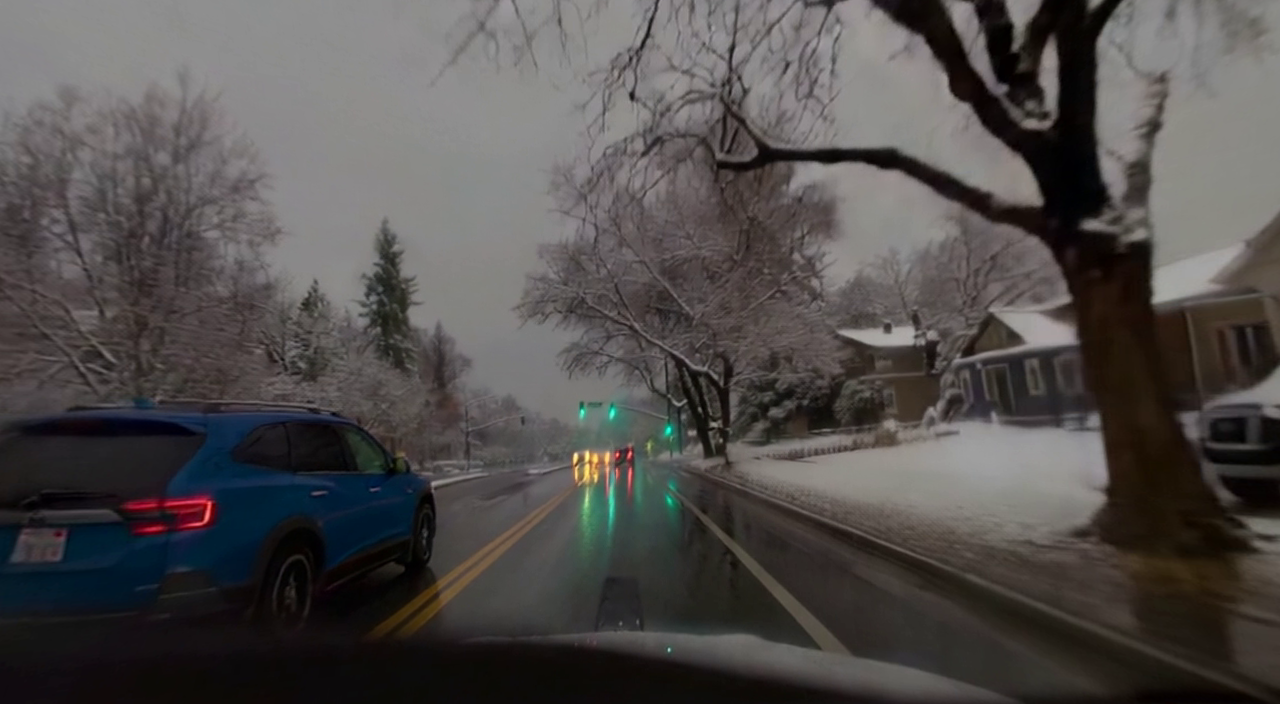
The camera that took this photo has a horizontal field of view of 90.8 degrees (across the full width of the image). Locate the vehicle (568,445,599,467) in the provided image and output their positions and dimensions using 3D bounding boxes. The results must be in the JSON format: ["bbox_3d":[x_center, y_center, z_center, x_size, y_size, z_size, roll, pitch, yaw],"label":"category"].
[{"bbox_3d":[-4.390,8.165,49.810,2.002,1.688,4.084,0,-8,1],"label":"vehicle"}]

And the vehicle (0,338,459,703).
[{"bbox_3d":[-3.615,1.300,5.788,2.276,1.960,5.561,0,-8,0],"label":"vehicle"}]

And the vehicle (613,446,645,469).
[{"bbox_3d":[-0.751,7.071,42.607,2.016,1.470,3.784,0,-8,-1],"label":"vehicle"}]
